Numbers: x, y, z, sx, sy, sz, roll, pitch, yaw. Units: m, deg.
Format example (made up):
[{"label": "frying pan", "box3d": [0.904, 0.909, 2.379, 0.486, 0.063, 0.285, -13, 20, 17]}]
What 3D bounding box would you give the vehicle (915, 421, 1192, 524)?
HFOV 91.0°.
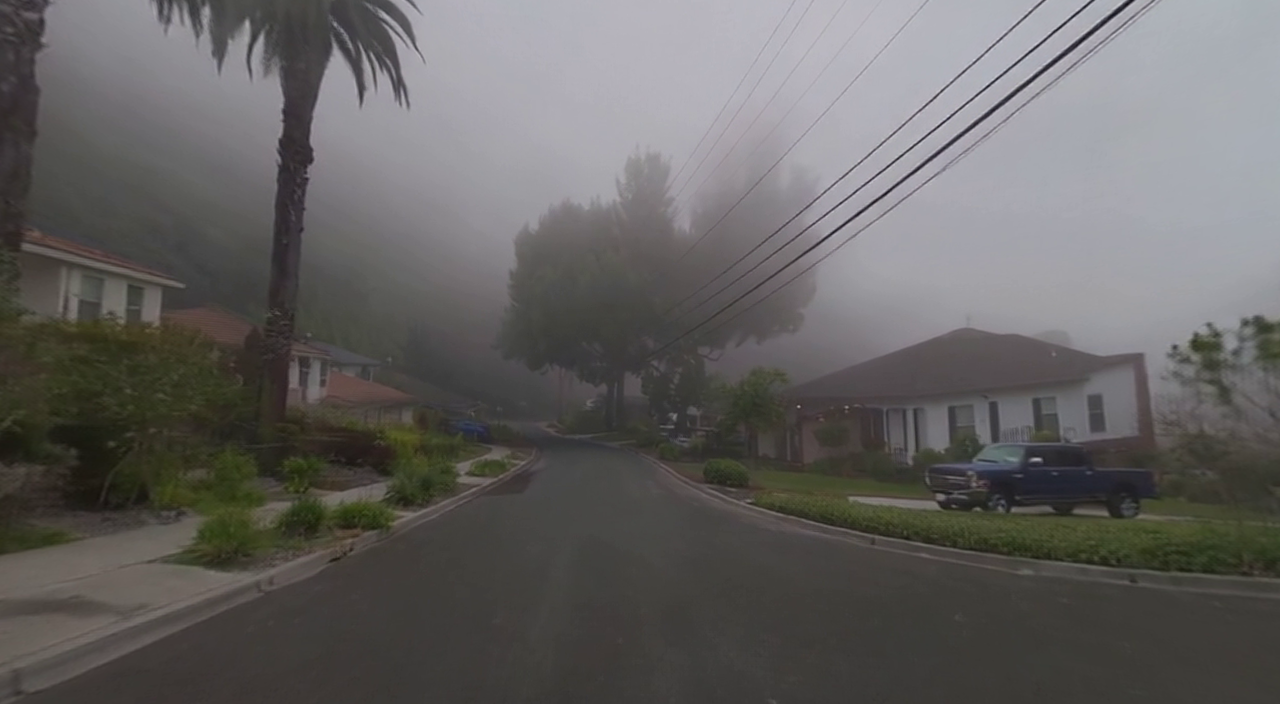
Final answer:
[{"label": "vehicle", "box3d": [9.137, 2.668, 13.938, 5.663, 1.913, 2.170, 5, -11, -22]}]
